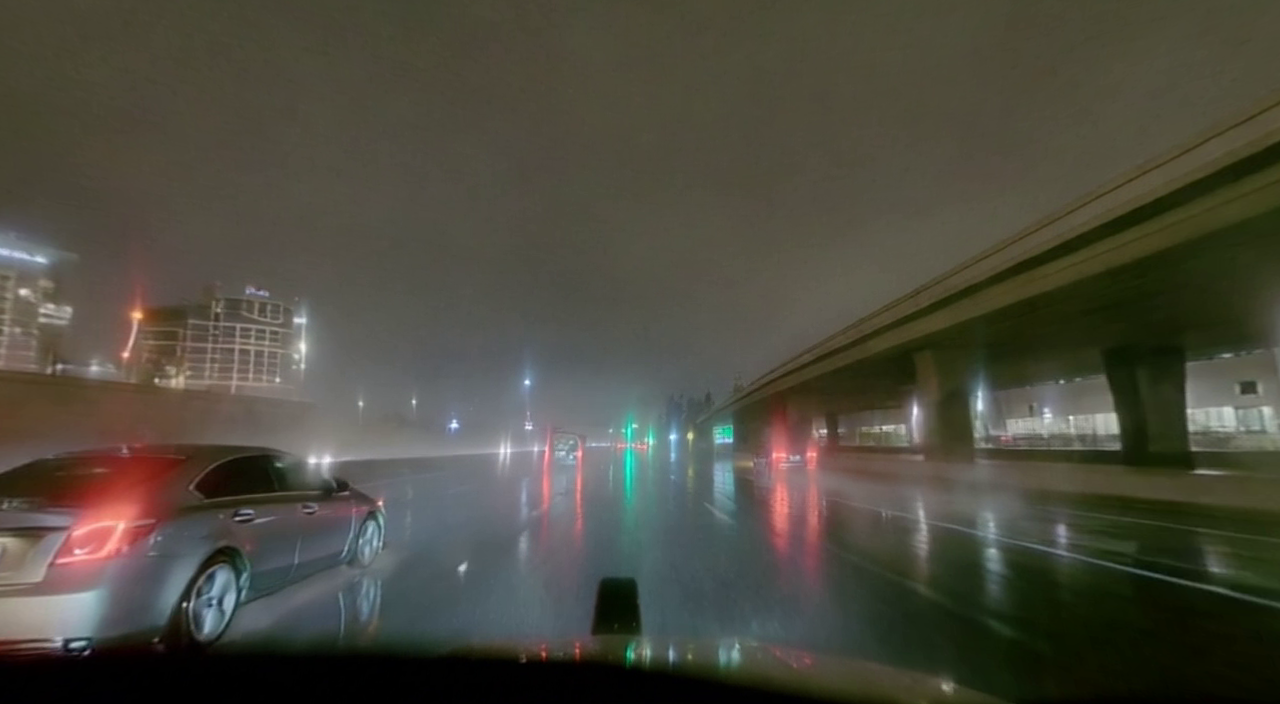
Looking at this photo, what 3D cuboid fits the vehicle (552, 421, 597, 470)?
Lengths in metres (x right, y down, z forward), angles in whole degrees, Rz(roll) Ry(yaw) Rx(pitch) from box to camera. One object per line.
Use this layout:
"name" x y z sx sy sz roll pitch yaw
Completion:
"vehicle" -4.234 6.225 42.077 2.364 2.953 6.732 0 -8 -1

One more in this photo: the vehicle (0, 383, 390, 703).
"vehicle" -3.607 1.153 4.155 2.025 1.556 4.594 0 -9 0
